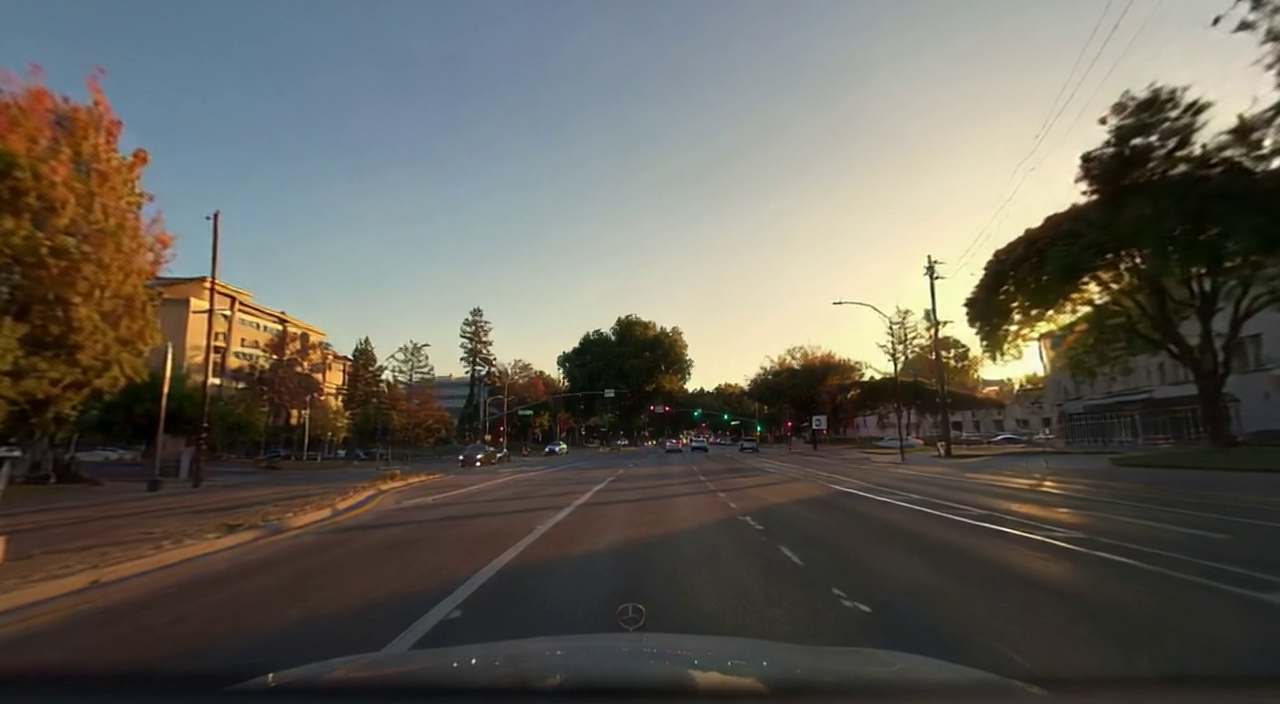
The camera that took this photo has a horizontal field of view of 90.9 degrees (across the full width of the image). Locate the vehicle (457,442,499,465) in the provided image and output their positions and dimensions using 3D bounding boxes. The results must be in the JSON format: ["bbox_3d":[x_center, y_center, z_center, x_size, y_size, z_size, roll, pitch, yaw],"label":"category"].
[{"bbox_3d":[-12.621,7.892,49.359,1.940,1.690,4.447,-1,-8,3],"label":"vehicle"}]

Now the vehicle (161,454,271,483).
[{"bbox_3d":[-23.231,6.398,34.642,4.606,1.458,1.837,0,-8,-5],"label":"vehicle"}]

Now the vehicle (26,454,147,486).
[{"bbox_3d":[-30.133,6.426,34.431,4.585,1.636,2.000,0,-9,-3],"label":"vehicle"}]
